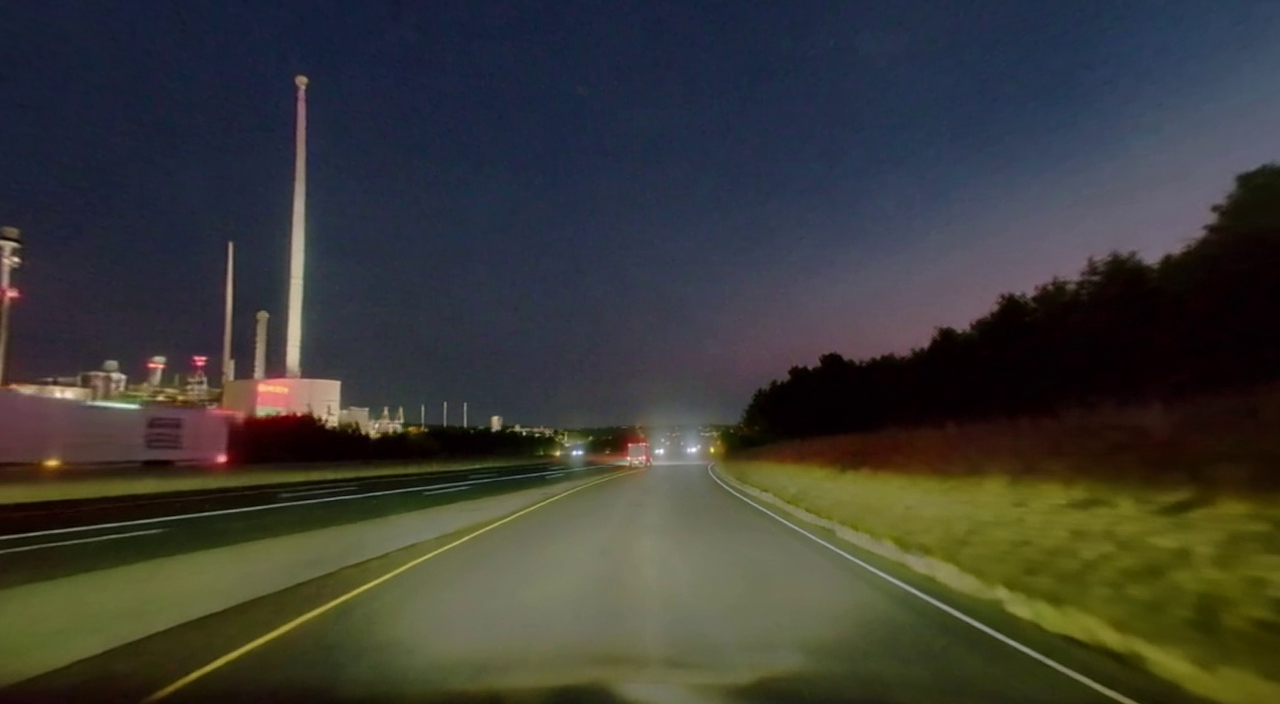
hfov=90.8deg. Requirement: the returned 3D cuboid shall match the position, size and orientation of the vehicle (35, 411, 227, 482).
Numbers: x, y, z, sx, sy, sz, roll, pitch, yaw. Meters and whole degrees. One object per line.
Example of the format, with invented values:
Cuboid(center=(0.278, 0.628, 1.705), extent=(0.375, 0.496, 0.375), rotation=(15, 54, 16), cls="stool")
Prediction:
Cuboid(center=(-24.404, 4.665, 30.880), extent=(2.744, 3.031, 7.113), rotation=(-1, -9, 8), cls="vehicle")
